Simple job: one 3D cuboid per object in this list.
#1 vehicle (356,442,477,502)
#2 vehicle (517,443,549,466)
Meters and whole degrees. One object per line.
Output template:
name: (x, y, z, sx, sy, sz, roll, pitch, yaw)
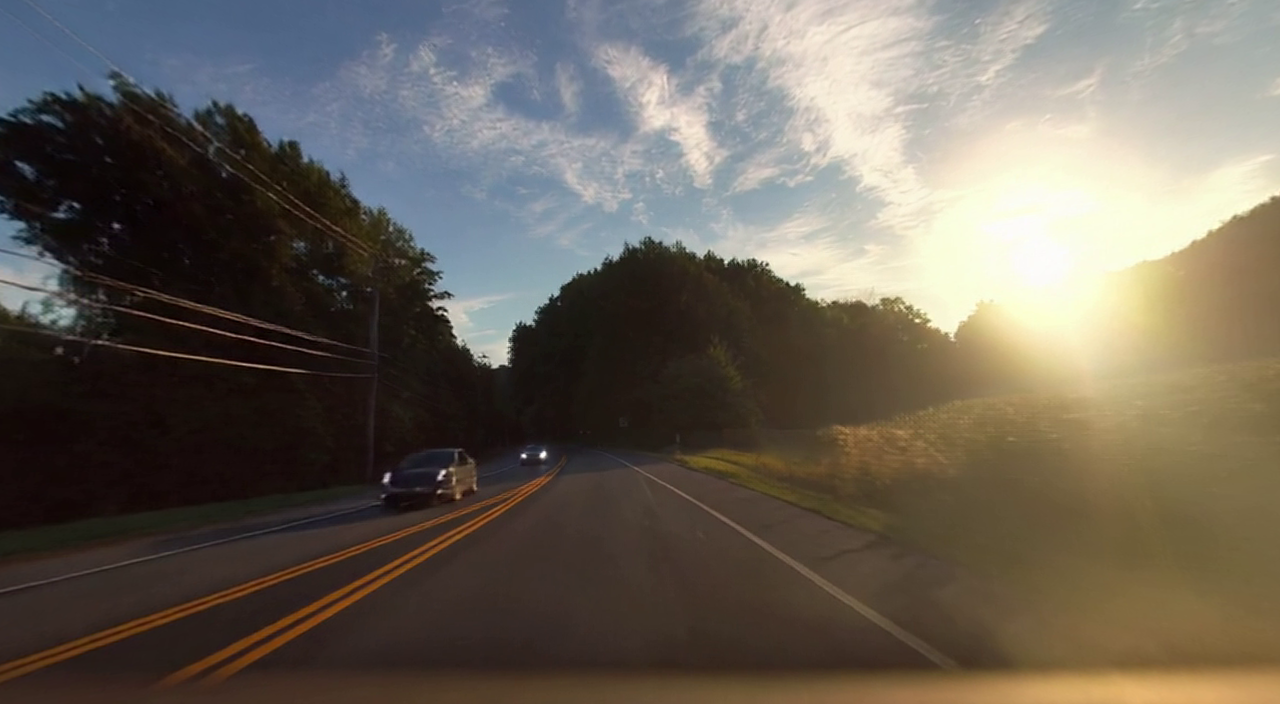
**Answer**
vehicle: (-6.783, 3.664, 19.802, 2.099, 1.640, 4.555, 0, -8, 0)
vehicle: (-7.648, 7.351, 45.519, 1.950, 1.522, 4.180, 0, -8, -5)
